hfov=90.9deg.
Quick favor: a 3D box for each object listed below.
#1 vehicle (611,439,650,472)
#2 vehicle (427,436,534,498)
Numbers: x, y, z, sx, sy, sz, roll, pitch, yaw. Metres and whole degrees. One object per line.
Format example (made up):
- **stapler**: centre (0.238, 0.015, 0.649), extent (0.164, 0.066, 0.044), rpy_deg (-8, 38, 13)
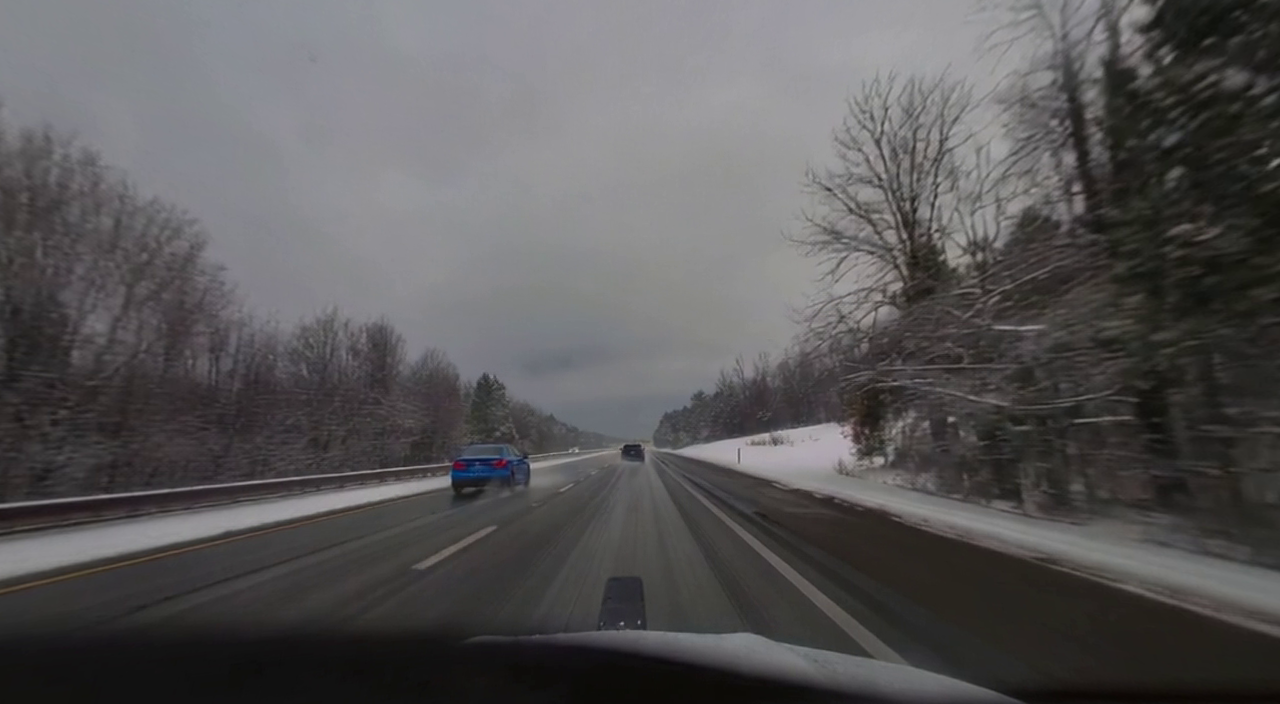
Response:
- **vehicle**: centre (-0.561, 5.922, 36.223), extent (2.126, 1.786, 3.958), rpy_deg (0, -9, -1)
- **vehicle**: centre (-4.690, 3.453, 19.287), extent (2.113, 1.656, 4.215), rpy_deg (0, -9, 1)
